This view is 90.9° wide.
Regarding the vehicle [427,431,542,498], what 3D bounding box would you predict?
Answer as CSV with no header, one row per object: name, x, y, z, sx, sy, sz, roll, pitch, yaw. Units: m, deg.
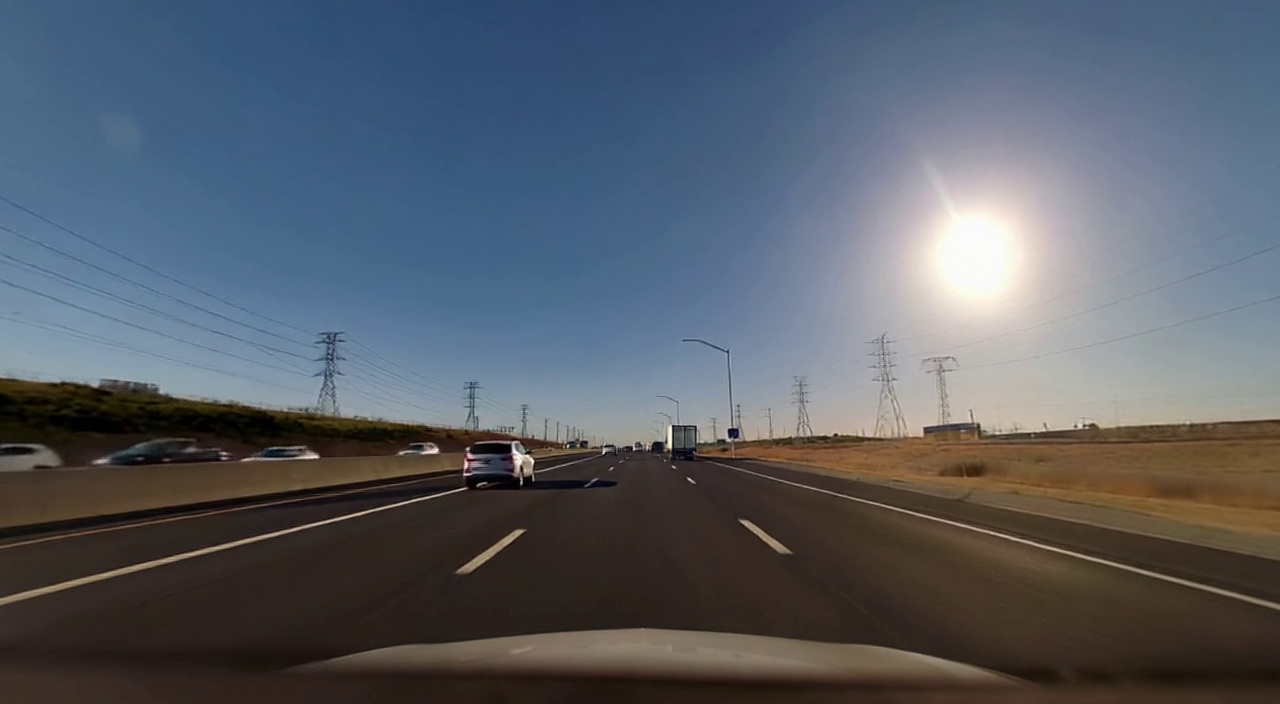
vehicle,-4.215,3.119,17.899,2.064,1.642,4.389,0,-8,1

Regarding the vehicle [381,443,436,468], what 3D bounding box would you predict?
vehicle,-14.843,6.653,40.706,1.890,1.476,4.274,0,-8,1

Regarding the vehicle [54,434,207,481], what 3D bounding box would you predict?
vehicle,-22.256,4.622,27.947,2.117,1.885,5.477,0,-8,1

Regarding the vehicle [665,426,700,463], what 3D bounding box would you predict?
vehicle,3.284,7.304,49.813,2.352,2.698,5.688,0,-8,0

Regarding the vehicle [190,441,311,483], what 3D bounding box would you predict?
vehicle,-14.869,4.209,24.418,1.904,1.476,4.284,0,-8,0
